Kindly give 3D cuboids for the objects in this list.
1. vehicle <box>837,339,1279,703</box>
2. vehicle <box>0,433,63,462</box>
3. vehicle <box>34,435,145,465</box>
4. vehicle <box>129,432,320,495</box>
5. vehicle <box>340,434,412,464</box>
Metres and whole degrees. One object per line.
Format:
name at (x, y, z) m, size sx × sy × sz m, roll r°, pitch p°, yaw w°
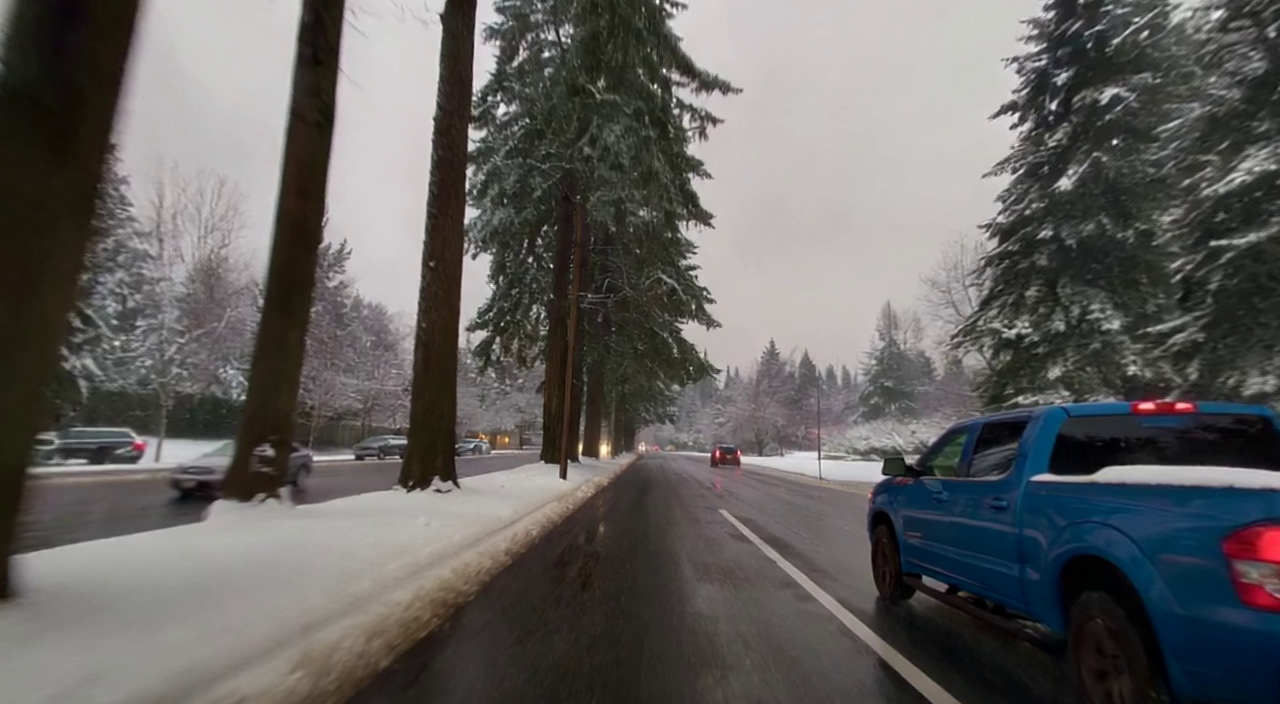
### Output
vehicle at (3.043, 1.119, 3.959) m, size 2.108 × 1.712 × 4.616 m, roll 0°, pitch -8°, yaw 0°
vehicle at (-33.739, 5.077, 33.544) m, size 1.917 × 1.489 × 4.302 m, roll 0°, pitch -8°, yaw -1°
vehicle at (-28.396, 5.078, 32.723) m, size 1.836 × 1.426 × 4.334 m, roll 0°, pitch -8°, yaw 0°
vehicle at (-11.164, 3.021, 17.464) m, size 2.057 × 1.482 × 4.611 m, roll 0°, pitch -8°, yaw 2°
vehicle at (-18.152, 6.719, 43.786) m, size 2.398 × 1.883 × 5.729 m, roll 0°, pitch -8°, yaw 2°
